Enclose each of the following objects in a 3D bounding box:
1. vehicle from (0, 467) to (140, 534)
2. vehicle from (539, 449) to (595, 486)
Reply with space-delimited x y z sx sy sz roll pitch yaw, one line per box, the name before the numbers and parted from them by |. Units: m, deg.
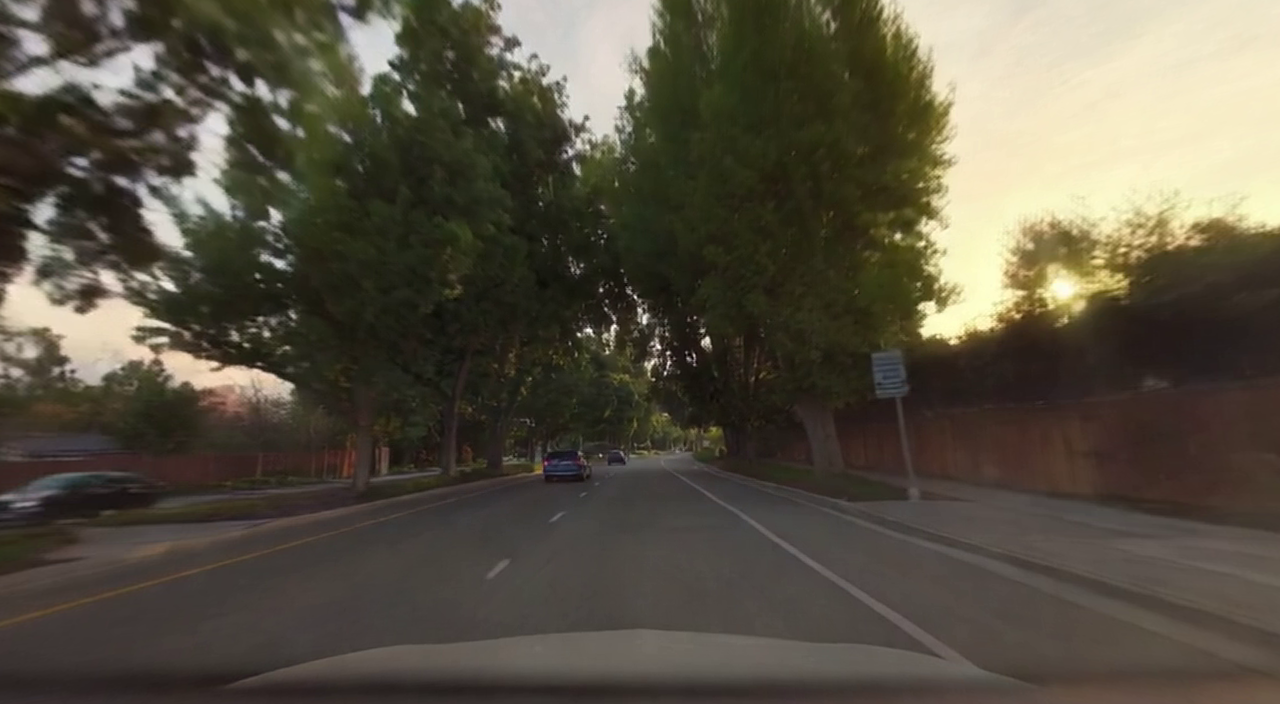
vehicle | -16.923 4.069 17.689 1.992 1.483 4.649 0 -8 1
vehicle | -3.099 5.007 27.738 1.870 1.431 4.317 0 -9 1
